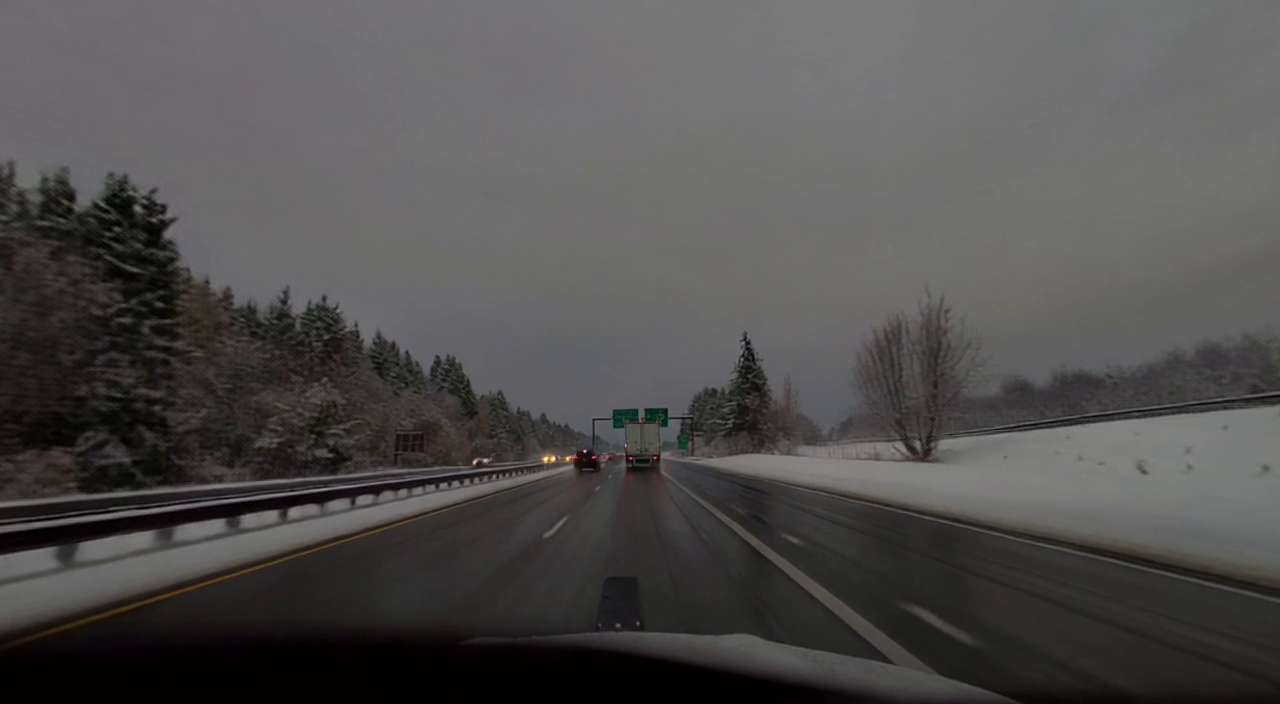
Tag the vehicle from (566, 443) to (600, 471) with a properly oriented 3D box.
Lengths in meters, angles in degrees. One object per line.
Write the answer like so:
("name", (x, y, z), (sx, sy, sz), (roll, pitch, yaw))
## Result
("vehicle", (-4.298, 8.051, 48.412), (2.168, 1.980, 4.622), (0, -9, 0))
